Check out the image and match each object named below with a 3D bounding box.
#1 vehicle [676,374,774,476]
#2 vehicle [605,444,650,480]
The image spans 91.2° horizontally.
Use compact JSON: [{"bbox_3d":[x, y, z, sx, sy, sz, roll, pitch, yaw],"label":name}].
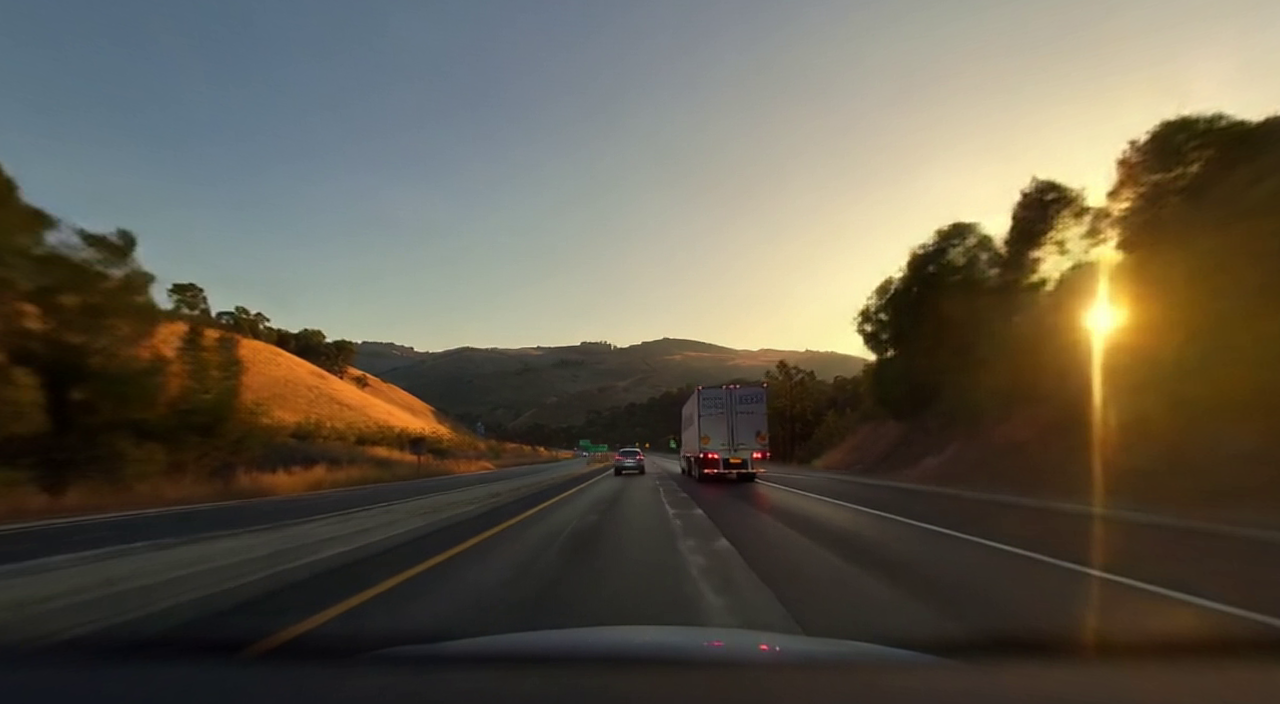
[{"bbox_3d":[3.958,4.155,33.433,3.167,4.180,14.924,1,-9,0],"label":"vehicle"},{"bbox_3d":[-0.572,5.585,32.092,2.160,1.691,4.243,0,-9,1],"label":"vehicle"}]
